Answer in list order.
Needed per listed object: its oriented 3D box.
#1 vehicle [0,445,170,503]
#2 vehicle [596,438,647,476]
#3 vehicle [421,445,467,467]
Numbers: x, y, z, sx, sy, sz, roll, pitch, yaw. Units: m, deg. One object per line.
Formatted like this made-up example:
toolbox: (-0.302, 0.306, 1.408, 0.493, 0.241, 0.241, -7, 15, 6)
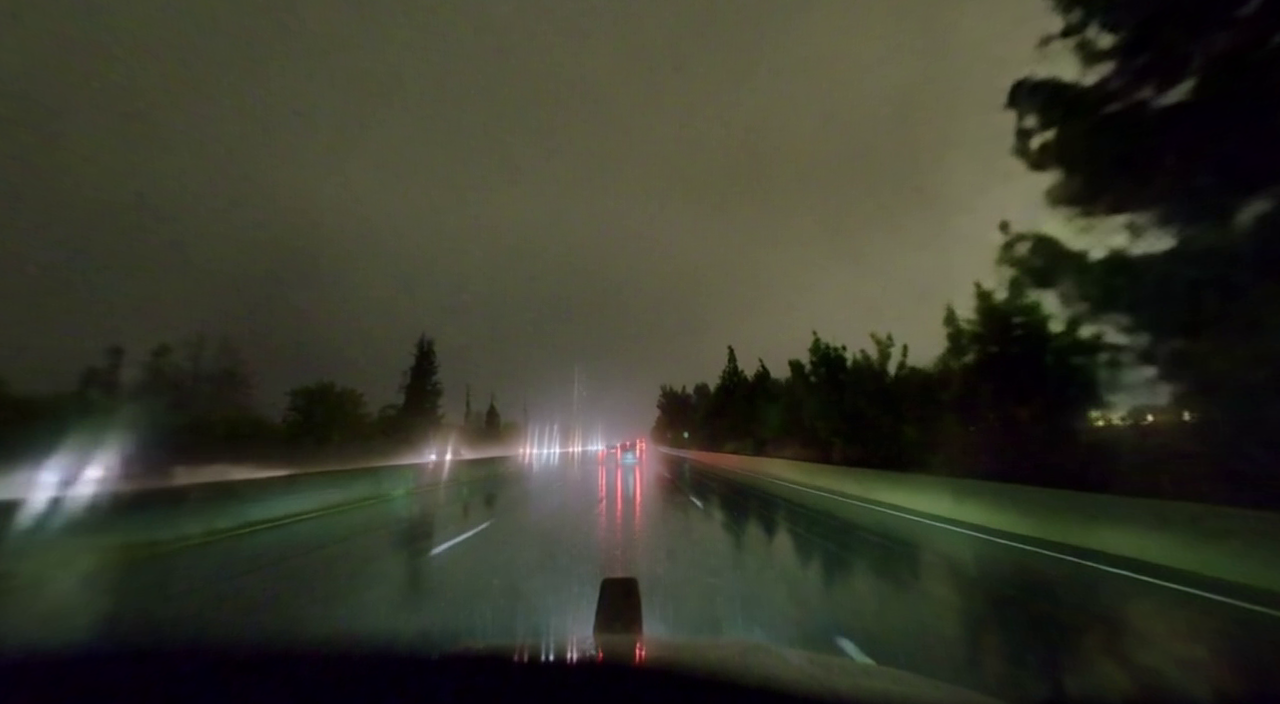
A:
vehicle: (-17.597, 3.797, 19.953, 1.919, 1.589, 4.272, 0, -9, -1)
vehicle: (-0.792, 4.603, 27.615, 2.095, 1.537, 4.017, 0, -9, -1)
vehicle: (-13.962, 7.403, 44.853, 1.882, 1.474, 4.369, -1, -9, -1)
